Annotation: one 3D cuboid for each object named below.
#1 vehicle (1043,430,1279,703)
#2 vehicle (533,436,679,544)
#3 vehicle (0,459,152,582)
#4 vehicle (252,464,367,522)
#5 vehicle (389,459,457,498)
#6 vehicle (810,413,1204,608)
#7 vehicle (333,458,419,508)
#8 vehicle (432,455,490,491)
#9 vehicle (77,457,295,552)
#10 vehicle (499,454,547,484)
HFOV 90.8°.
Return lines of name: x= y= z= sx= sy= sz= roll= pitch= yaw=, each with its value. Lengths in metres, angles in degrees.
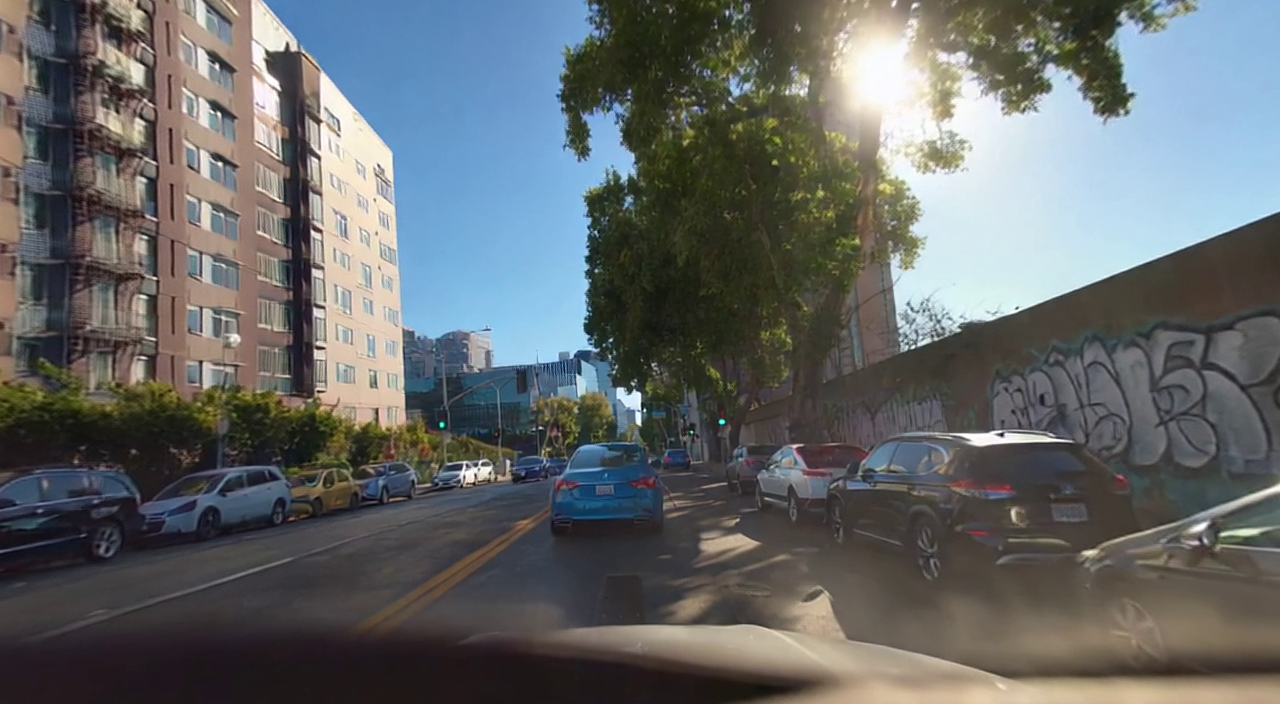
vehicle: x=4.190 y=1.118 z=2.697 sx=1.955 sy=1.535 sz=4.266 roll=2 pitch=-9 yaw=-3
vehicle: x=-0.523 y=2.384 z=11.615 sx=2.166 sy=1.579 sz=4.300 roll=0 pitch=-8 yaw=-1
vehicle: x=-10.768 y=2.755 z=10.302 sx=1.988 sy=1.781 sz=4.827 roll=-3 pitch=-8 yaw=-3
vehicle: x=-11.040 y=4.698 z=21.481 sx=1.741 sy=1.506 sz=4.370 roll=-4 pitch=-8 yaw=-2
vehicle: x=-11.092 y=6.464 z=32.647 sx=1.931 sy=1.499 sz=4.645 roll=-6 pitch=-8 yaw=-2
vehicle: x=4.197 y=1.884 z=8.659 sx=2.097 sy=1.811 sz=5.230 roll=0 pitch=-8 yaw=-2
vehicle: x=-11.056 y=5.466 z=26.768 sx=1.822 sy=1.639 sz=4.144 roll=-6 pitch=-8 yaw=0
vehicle: x=-10.910 y=7.360 z=38.773 sx=2.199 sy=1.717 sz=4.888 roll=-6 pitch=-8 yaw=-2
vehicle: x=-10.960 y=3.646 z=15.808 sx=2.276 sy=1.741 sz=4.439 roll=-4 pitch=-8 yaw=-1
vehicle: x=-6.756 y=6.765 z=36.935 sx=1.906 sy=1.445 sz=4.490 roll=-4 pitch=-8 yaw=0
